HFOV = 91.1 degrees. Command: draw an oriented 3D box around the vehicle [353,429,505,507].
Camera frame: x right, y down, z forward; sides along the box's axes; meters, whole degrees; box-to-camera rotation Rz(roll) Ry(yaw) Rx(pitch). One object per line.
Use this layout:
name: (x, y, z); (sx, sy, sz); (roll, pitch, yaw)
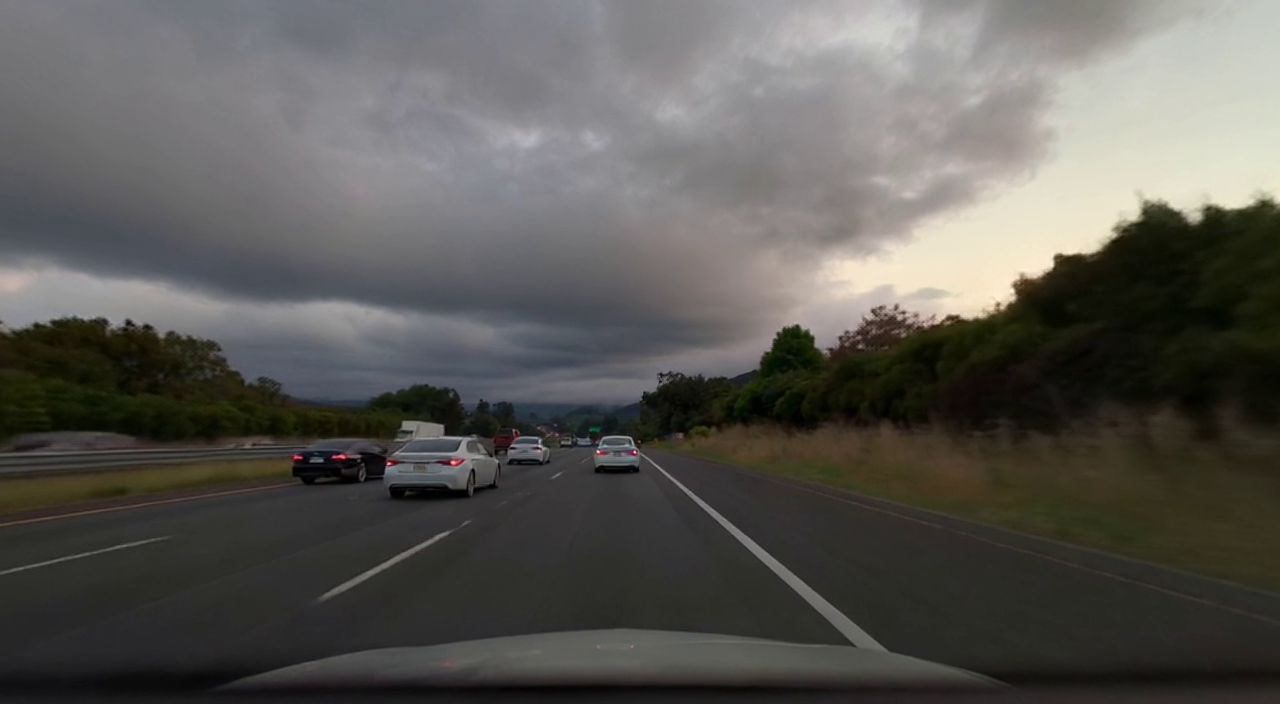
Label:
vehicle: (-4.518, 2.514, 14.269); (1.971, 1.464, 4.386); (0, -8, -1)

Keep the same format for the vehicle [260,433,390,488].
vehicle: (-9.258, 3.187, 18.904); (1.850, 1.439, 3.932); (0, -8, 0)

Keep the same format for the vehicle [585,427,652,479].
vehicle: (-0.737, 3.554, 22.477); (2.178, 1.658, 3.916); (0, -8, -1)

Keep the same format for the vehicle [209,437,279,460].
vehicle: (-25.953, 6.335, 41.421); (1.802, 1.434, 4.370); (0, -8, -1)

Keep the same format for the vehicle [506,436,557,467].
vehicle: (-5.228, 4.835, 30.820); (1.835, 1.432, 3.835); (0, -8, 0)
